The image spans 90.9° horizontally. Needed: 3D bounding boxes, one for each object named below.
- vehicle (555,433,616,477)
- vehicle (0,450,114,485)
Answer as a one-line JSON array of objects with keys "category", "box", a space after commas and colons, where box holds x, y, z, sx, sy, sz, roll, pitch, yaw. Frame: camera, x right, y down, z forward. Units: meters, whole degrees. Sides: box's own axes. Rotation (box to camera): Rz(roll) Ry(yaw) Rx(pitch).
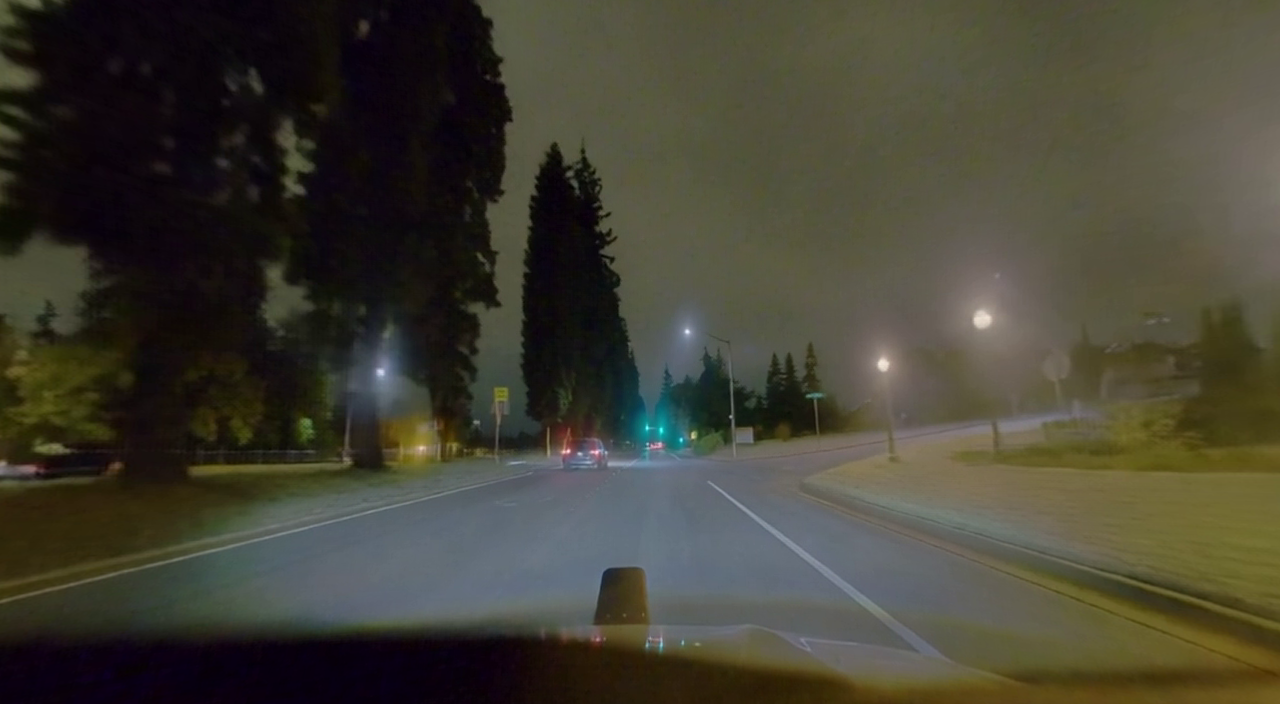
[{"category": "vehicle", "box": [-2.185, 4.300, 26.591, 2.016, 1.694, 4.335, 0, -8, 2]}, {"category": "vehicle", "box": [-28.537, 5.515, 30.514, 1.866, 1.479, 4.731, -1, -8, 4]}]
